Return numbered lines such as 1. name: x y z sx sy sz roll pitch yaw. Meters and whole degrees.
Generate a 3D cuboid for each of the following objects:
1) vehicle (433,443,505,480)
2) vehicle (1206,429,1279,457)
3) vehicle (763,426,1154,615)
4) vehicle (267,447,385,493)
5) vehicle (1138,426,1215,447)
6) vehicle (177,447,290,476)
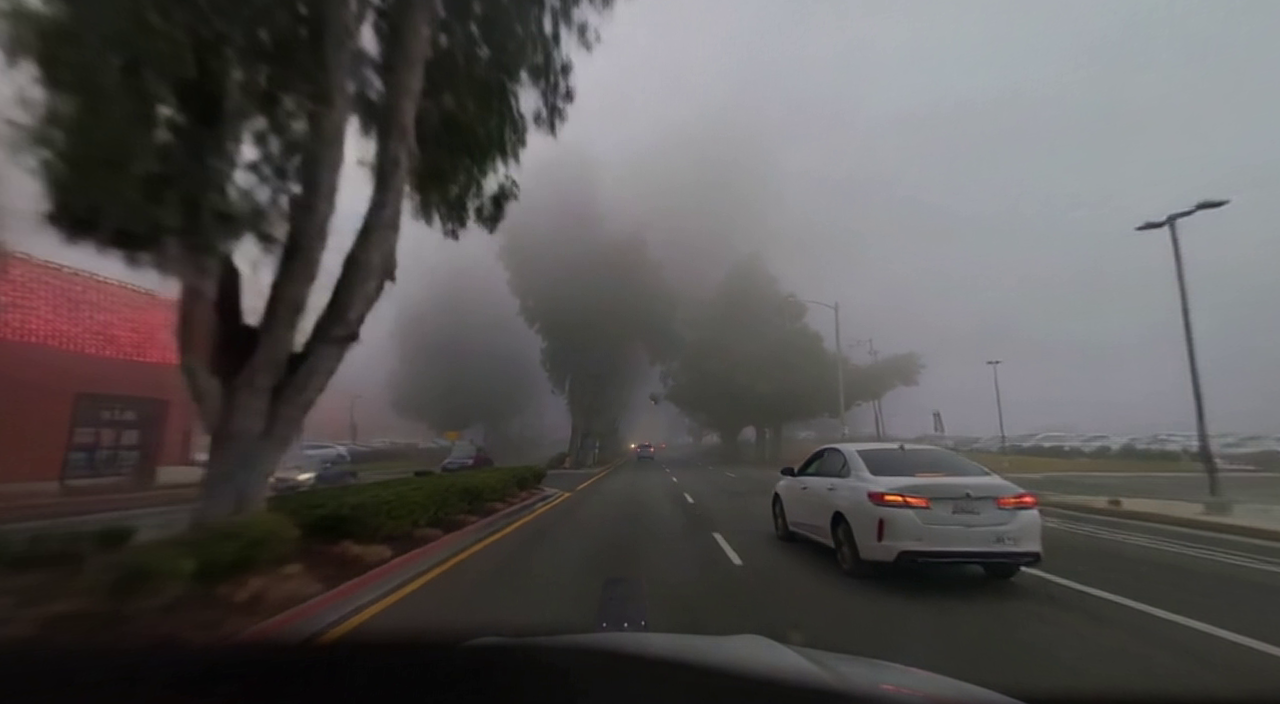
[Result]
1. vehicle: -7.683 4.944 28.759 1.904 1.501 4.313 -1 -9 2
2. vehicle: 34.191 4.993 34.505 1.988 1.455 4.878 0 -8 3
3. vehicle: 3.002 1.690 7.420 2.091 1.472 4.697 0 -8 -1
4. vehicle: -11.430 4.300 23.355 1.938 1.487 4.623 0 -8 1
5. vehicle: 39.298 6.235 46.319 1.800 1.432 4.691 -1 -8 4
6. vehicle: -23.189 6.245 36.101 4.980 1.521 2.089 0 -8 0
